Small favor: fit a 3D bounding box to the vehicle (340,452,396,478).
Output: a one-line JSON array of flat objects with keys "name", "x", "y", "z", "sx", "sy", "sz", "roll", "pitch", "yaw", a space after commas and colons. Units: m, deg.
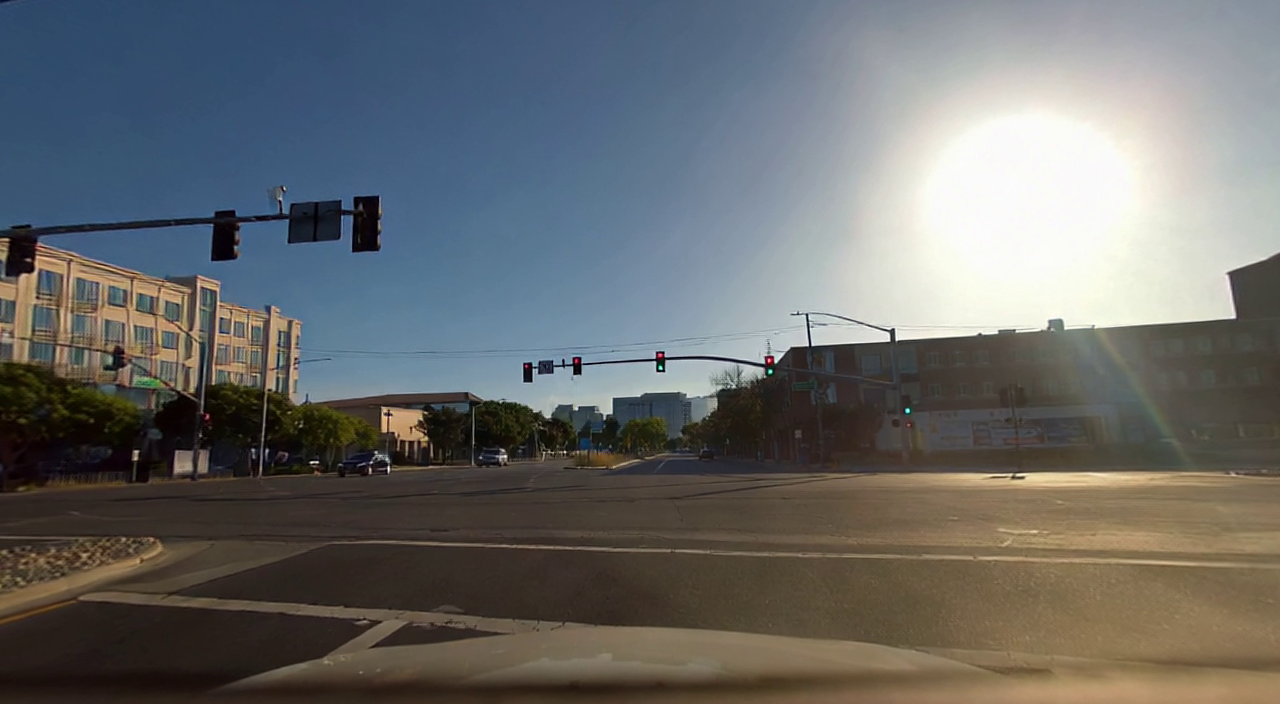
[{"name": "vehicle", "x": -18.861, "y": 7.825, "z": 43.990, "sx": 1.933, "sy": 1.664, "sz": 4.255, "roll": 0, "pitch": -9, "yaw": 1}]
